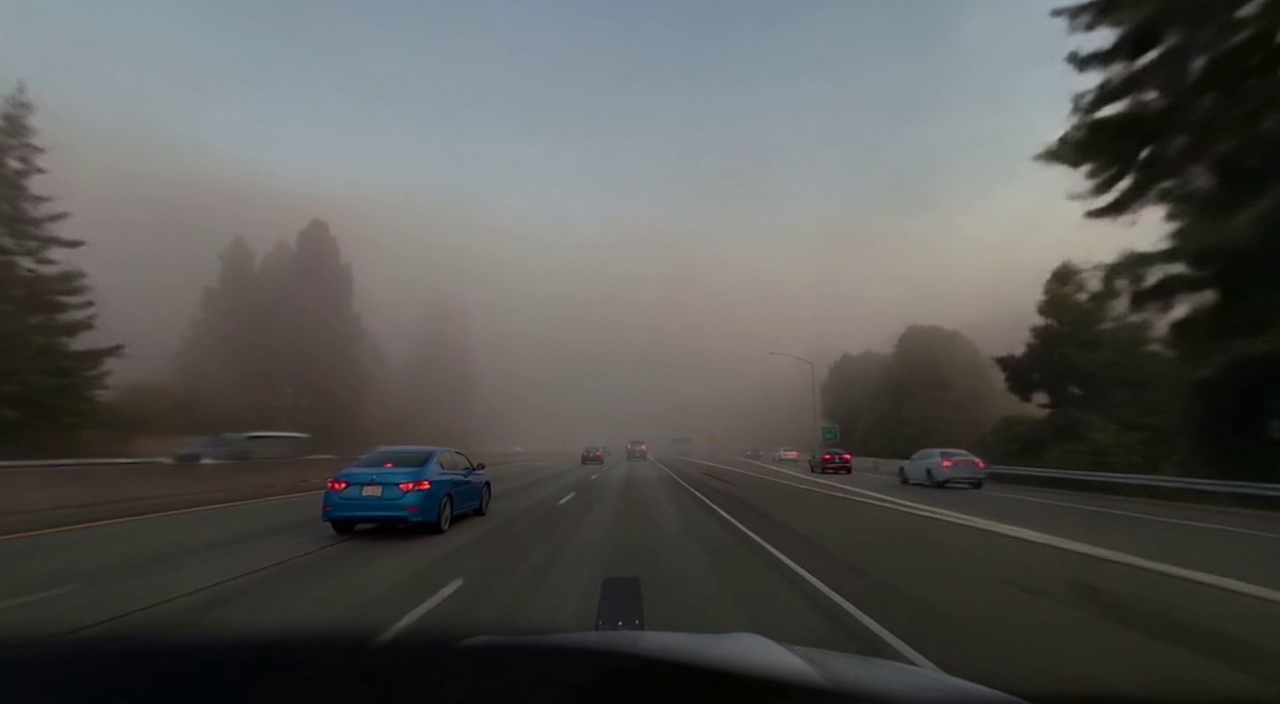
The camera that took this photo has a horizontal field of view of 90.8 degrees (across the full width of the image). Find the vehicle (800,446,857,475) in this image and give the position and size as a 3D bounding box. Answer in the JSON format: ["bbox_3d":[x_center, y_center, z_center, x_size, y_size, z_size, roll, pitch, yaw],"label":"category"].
[{"bbox_3d":[10.479,6.038,35.495,1.940,1.496,4.992,0,-9,4],"label":"vehicle"}]

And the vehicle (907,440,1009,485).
[{"bbox_3d":[14.260,4.969,28.797,2.278,1.816,5.666,-1,-9,7],"label":"vehicle"}]

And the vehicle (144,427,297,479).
[{"bbox_3d":[-17.506,4.251,26.915,2.355,1.935,6.026,0,-9,0],"label":"vehicle"}]

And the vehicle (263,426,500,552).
[{"bbox_3d":[-3.717,2.040,10.062,2.020,1.554,4.137,0,-9,0],"label":"vehicle"}]
